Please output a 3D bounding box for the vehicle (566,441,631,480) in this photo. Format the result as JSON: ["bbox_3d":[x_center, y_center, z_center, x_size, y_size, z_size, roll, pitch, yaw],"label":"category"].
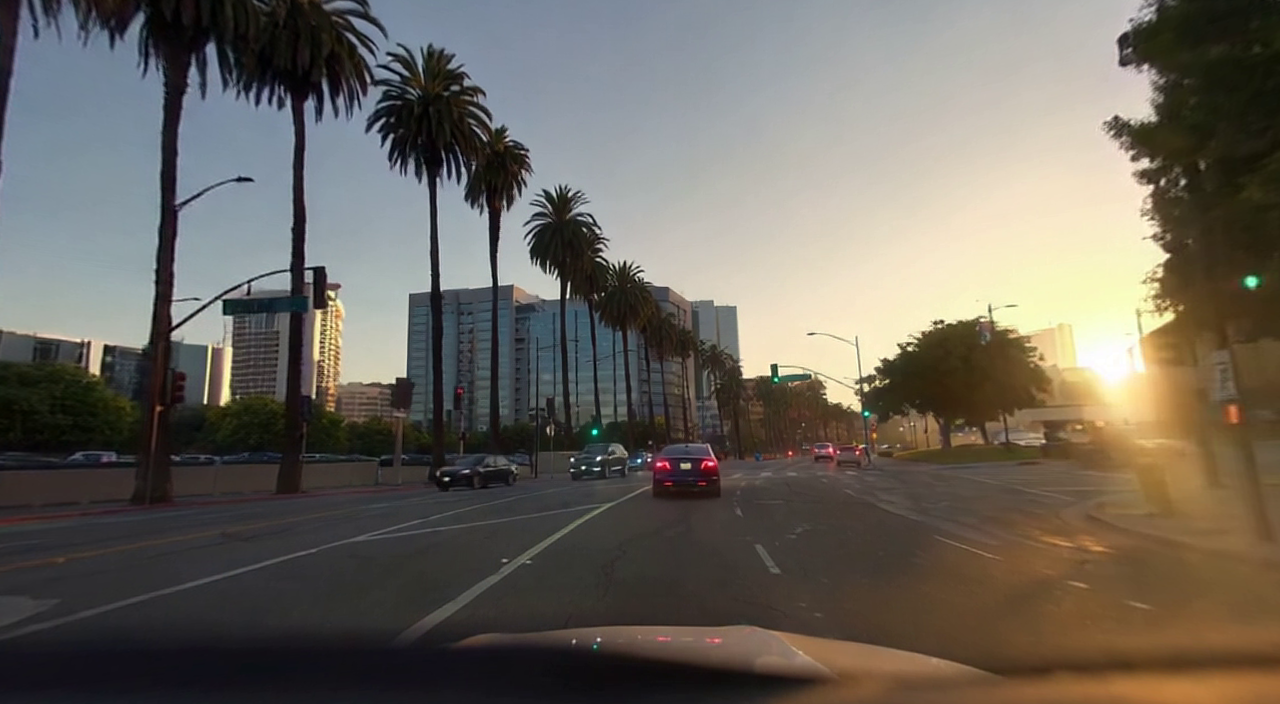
[{"bbox_3d":[-1.942,5.278,30.925,2.013,1.746,4.366,-2,-9,13],"label":"vehicle"}]

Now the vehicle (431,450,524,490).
[{"bbox_3d":[-6.682,4.898,26.638,2.012,1.467,4.592,-2,-9,10],"label":"vehicle"}]

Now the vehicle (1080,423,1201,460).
[{"bbox_3d":[26.859,4.818,33.950,5.049,1.861,2.081,1,-9,-9],"label":"vehicle"}]

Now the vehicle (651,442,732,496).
[{"bbox_3d":[1.714,3.556,19.608,2.096,1.492,4.071,-2,-9,10],"label":"vehicle"}]
